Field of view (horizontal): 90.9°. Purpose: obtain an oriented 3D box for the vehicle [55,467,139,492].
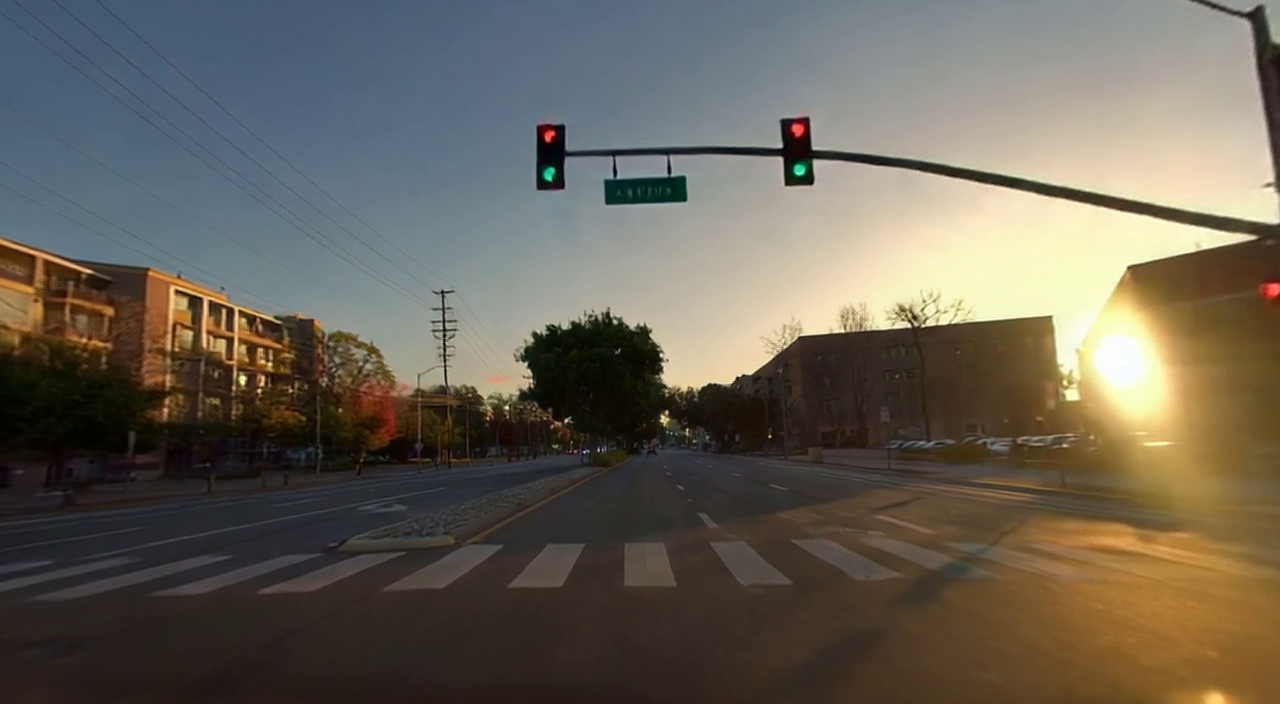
[{"bbox_3d":[-37.184,8.720,43.297,1.736,1.399,4.271,-1,-8,5],"label":"vehicle"}]
